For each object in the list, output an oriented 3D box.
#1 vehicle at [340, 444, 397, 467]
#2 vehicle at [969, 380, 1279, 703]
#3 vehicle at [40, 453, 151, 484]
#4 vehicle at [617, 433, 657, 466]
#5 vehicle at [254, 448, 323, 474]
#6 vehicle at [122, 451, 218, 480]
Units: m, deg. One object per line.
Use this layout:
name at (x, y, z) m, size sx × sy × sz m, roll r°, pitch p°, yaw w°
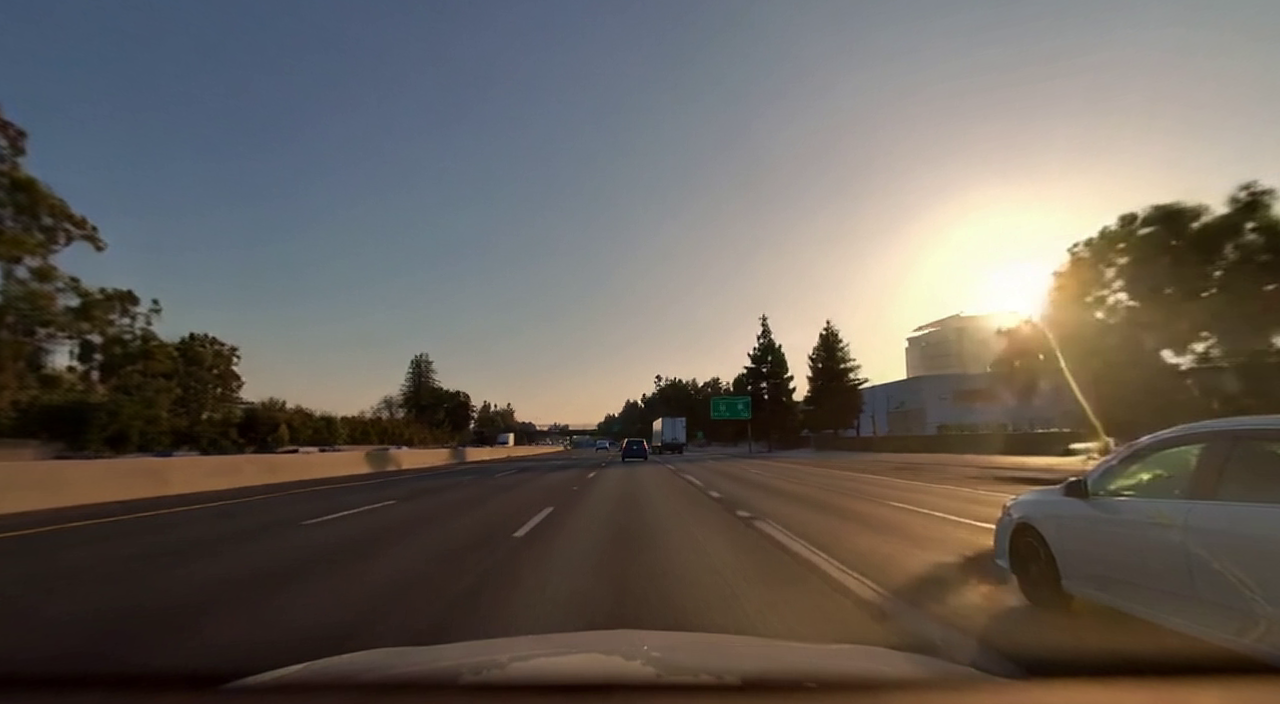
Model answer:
vehicle at (-18.291, 6.971, 42.817) m, size 1.841 × 1.447 × 4.531 m, roll 0°, pitch -8°, yaw 0°
vehicle at (3.840, 0.989, 3.213) m, size 1.950 × 1.596 × 4.326 m, roll 0°, pitch -8°, yaw -1°
vehicle at (-29.845, 6.378, 34.844) m, size 1.888 × 1.460 × 4.806 m, roll 0°, pitch -8°, yaw -1°
vehicle at (-0.220, 5.915, 38.533) m, size 2.297 × 1.912 × 4.355 m, roll 0°, pitch -8°, yaw -1°
vehicle at (-22.141, 6.868, 40.030) m, size 1.890 × 1.454 × 4.389 m, roll 0°, pitch -8°, yaw -1°
vehicle at (-26.071, 6.279, 35.307) m, size 1.828 × 1.464 × 4.647 m, roll 0°, pitch -8°, yaw -1°
